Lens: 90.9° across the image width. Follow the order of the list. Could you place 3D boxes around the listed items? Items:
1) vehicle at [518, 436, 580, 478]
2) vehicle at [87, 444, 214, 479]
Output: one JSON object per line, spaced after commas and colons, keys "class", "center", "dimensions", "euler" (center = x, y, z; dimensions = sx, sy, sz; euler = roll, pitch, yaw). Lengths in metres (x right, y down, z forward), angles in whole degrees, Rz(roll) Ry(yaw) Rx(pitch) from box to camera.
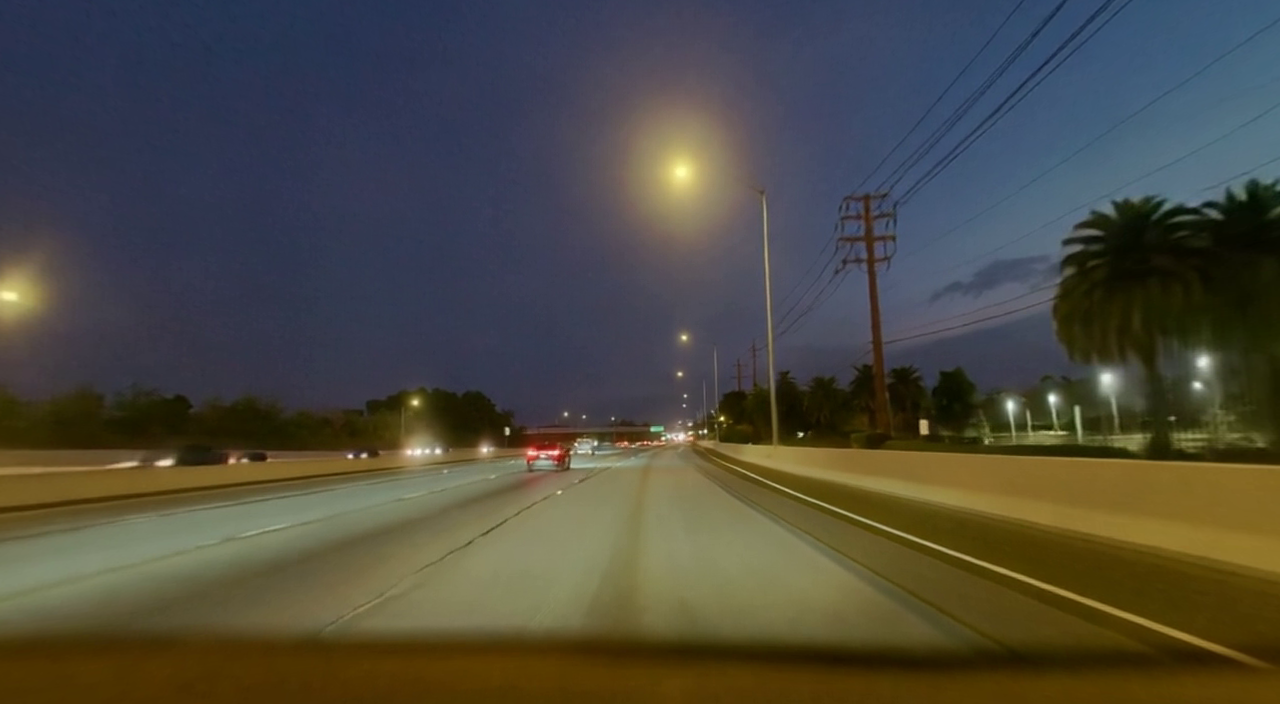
{"class": "vehicle", "center": [-3.746, 4.387, 26.655], "dimensions": [2.029, 1.609, 3.935], "euler": [0, -8, 0]}
{"class": "vehicle", "center": [-24.972, 5.560, 32.536], "dimensions": [2.088, 1.637, 5.652], "euler": [0, -8, -1]}
